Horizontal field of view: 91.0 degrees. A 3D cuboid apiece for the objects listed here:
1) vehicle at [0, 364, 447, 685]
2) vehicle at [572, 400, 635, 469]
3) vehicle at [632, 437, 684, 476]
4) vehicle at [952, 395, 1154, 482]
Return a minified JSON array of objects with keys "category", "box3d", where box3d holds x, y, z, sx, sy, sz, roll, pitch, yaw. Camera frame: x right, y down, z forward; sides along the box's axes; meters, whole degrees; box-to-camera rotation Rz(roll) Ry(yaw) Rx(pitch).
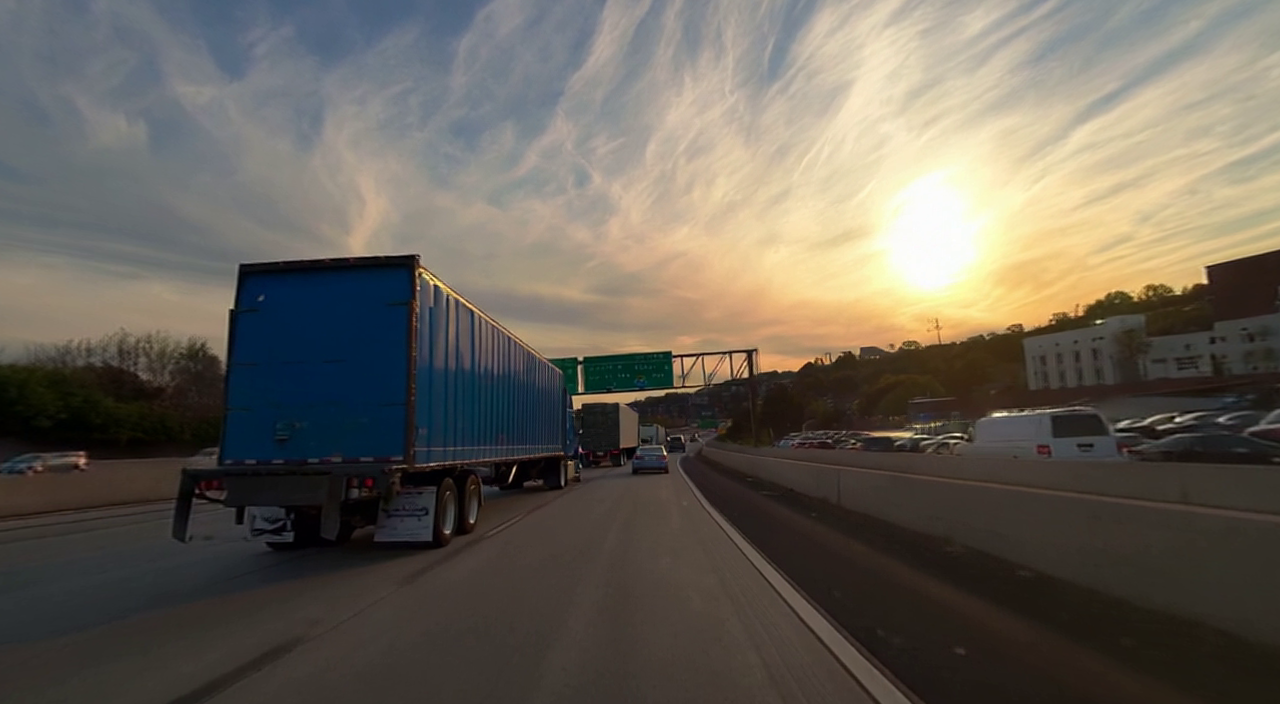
[{"category":"vehicle","box3d":[-3.655,1.193,5.327,2.896,1.779,3.441,0,-8,0]},{"category":"vehicle","box3d":[-2.114,5.412,40.788,3.073,3.894,9.782,-1,-9,3]},{"category":"vehicle","box3d":[0.837,4.718,28.670,2.178,1.640,4.071,-1,-9,3]},{"category":"vehicle","box3d":[14.199,3.138,22.557,2.679,2.597,7.126,-1,-8,3]}]
